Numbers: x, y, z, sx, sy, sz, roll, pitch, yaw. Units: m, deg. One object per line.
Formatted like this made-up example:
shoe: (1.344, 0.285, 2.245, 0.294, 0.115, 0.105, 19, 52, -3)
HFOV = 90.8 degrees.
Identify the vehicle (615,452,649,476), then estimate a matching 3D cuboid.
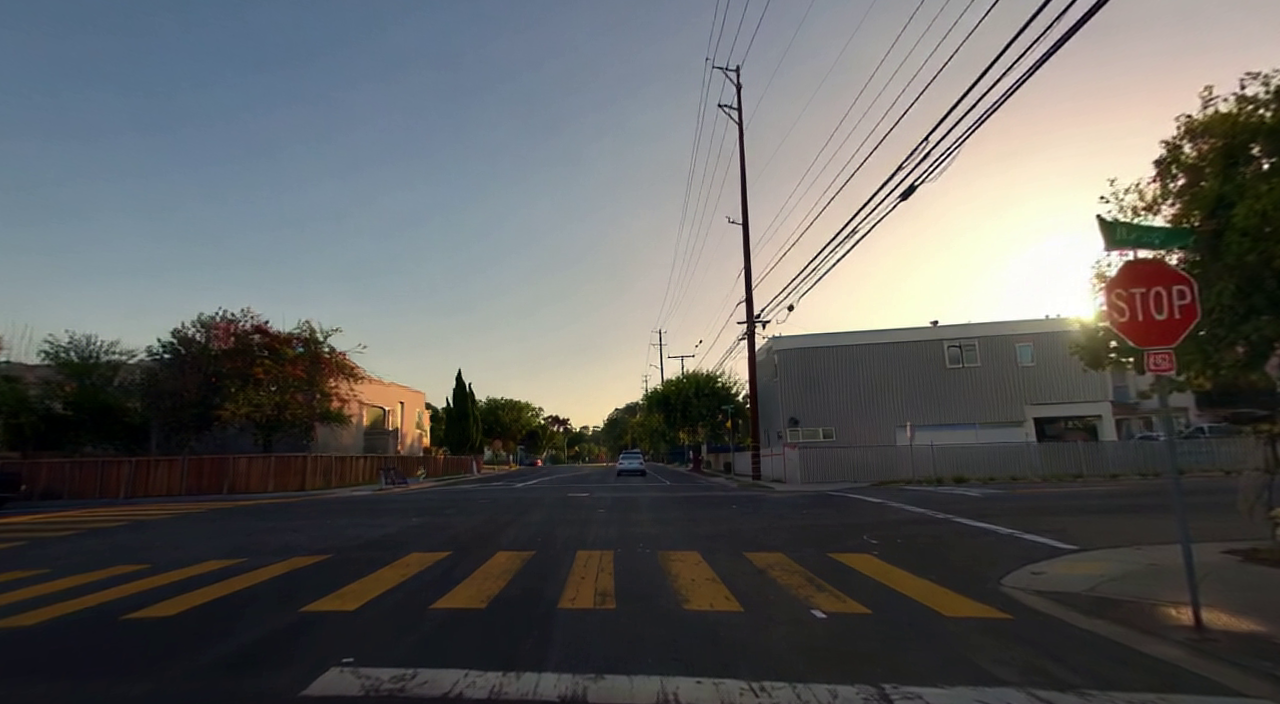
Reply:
vehicle: (-0.487, 7.294, 41.384, 2.064, 1.477, 3.968, 0, -9, 0)

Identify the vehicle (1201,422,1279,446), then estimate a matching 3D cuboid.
vehicle: (44.582, 6.032, 46.200, 2.251, 1.596, 5.193, -1, -8, 0)
